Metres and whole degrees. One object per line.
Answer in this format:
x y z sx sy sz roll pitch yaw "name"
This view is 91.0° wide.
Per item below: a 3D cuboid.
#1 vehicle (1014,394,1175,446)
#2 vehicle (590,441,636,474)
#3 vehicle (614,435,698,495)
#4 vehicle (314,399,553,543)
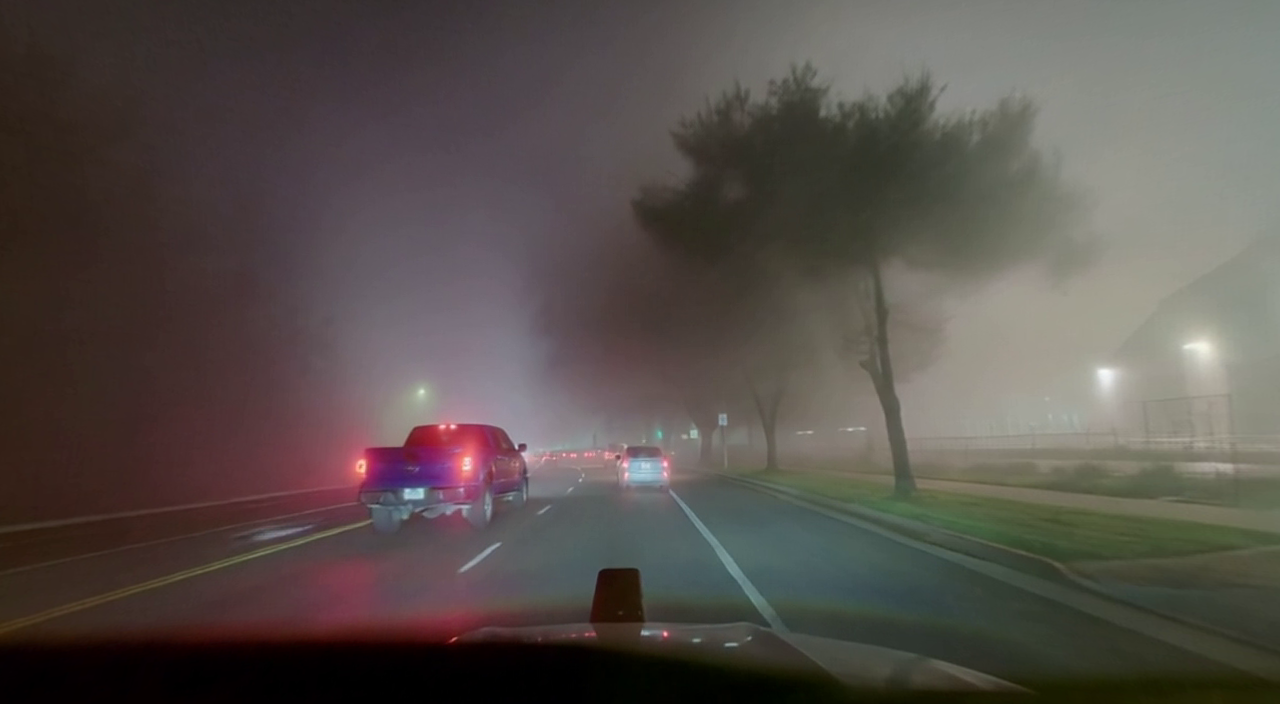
22.362 3.472 31.415 6.027 2.377 2.245 -5 -10 26 "vehicle"
-1.404 5.188 31.138 2.047 1.502 3.873 1 -9 -6 "vehicle"
0.343 3.256 18.473 2.142 1.528 4.133 0 -9 -3 "vehicle"
-3.274 2.101 11.714 2.512 1.992 5.725 0 -9 0 "vehicle"
